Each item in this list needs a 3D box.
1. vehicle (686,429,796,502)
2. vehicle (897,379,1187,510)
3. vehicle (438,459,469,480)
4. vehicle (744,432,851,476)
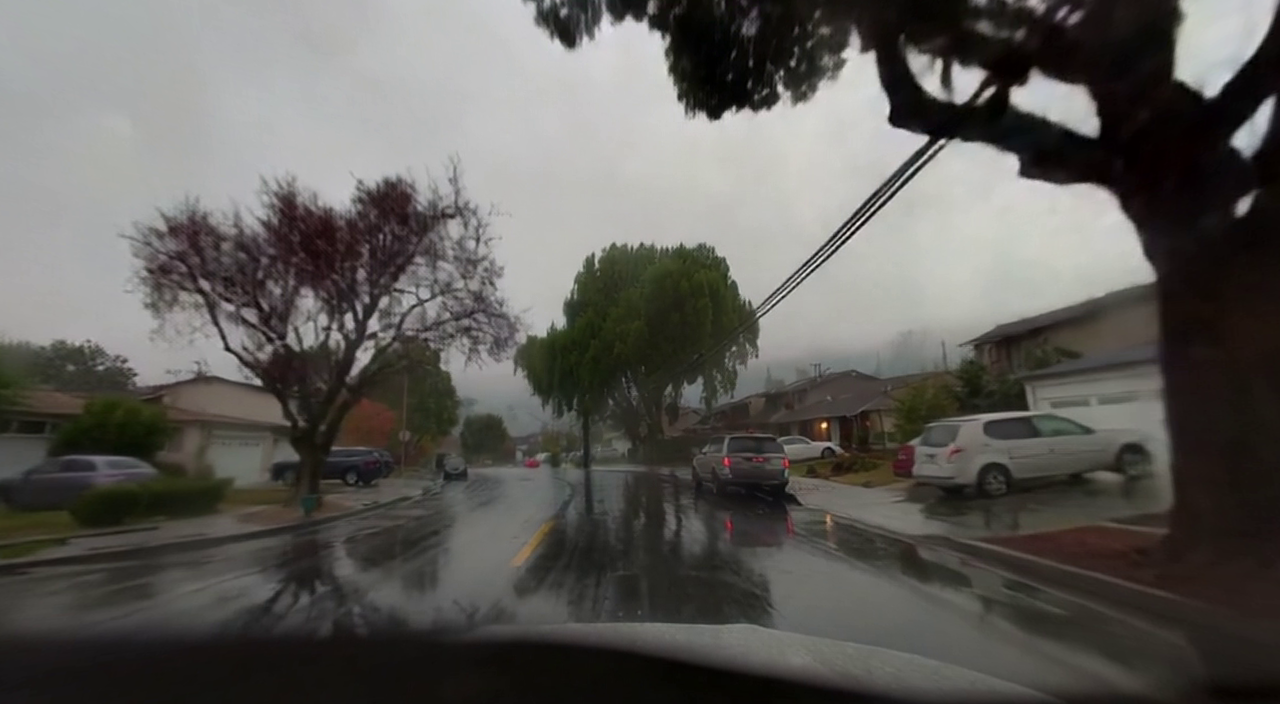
[{"bbox_3d":[2.952,3.481,19.770,2.214,1.962,4.733,0,-9,-6],"label":"vehicle"},{"bbox_3d":[8.761,2.049,14.163,4.801,2.139,2.164,-6,-8,-2],"label":"vehicle"},{"bbox_3d":[-14.100,8.848,47.695,1.902,1.434,4.313,3,-9,-20],"label":"vehicle"},{"bbox_3d":[7.790,5.104,31.692,4.666,1.655,2.169,-6,-9,1],"label":"vehicle"}]
